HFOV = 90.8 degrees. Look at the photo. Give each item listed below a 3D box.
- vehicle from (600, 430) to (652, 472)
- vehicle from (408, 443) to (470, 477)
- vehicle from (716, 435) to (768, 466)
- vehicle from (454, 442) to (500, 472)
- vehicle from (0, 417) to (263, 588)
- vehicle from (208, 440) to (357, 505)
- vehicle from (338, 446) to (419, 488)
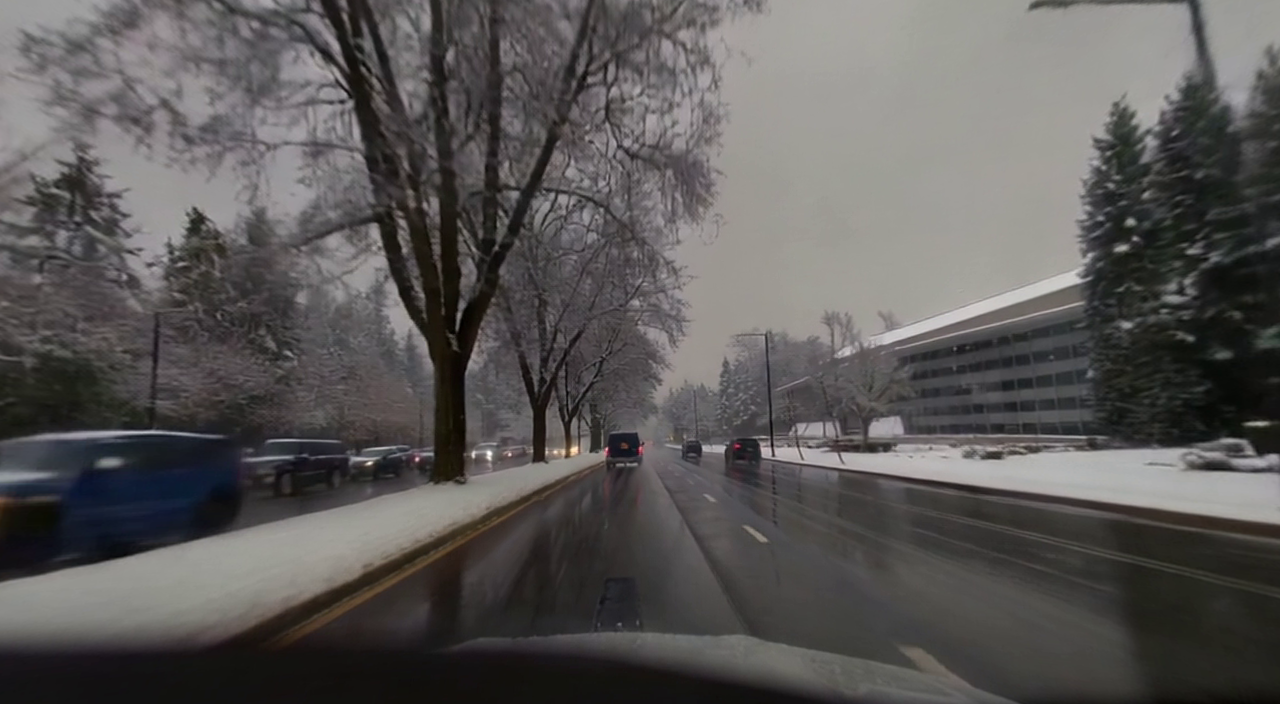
[{"bbox_3d":[-0.702,4.997,32.001,2.411,1.937,5.186,0,-8,-1],"label":"vehicle"},{"bbox_3d":[-11.536,6.200,36.615,2.042,1.822,4.913,0,-8,-1],"label":"vehicle"},{"bbox_3d":[6.386,6.236,40.154,2.364,1.781,4.854,0,-8,-1],"label":"vehicle"},{"bbox_3d":[-11.674,7.506,45.541,2.082,1.824,4.840,-2,-7,-1],"label":"vehicle"},{"bbox_3d":[-7.986,1.912,8.766,2.184,1.824,5.418,0,-8,0],"label":"vehicle"},{"bbox_3d":[-11.192,3.773,20.261,2.093,1.816,4.559,0,-8,0],"label":"vehicle"},{"bbox_3d":[-11.564,5.089,28.274,1.899,1.607,4.297,-2,-8,-1],"label":"vehicle"}]
